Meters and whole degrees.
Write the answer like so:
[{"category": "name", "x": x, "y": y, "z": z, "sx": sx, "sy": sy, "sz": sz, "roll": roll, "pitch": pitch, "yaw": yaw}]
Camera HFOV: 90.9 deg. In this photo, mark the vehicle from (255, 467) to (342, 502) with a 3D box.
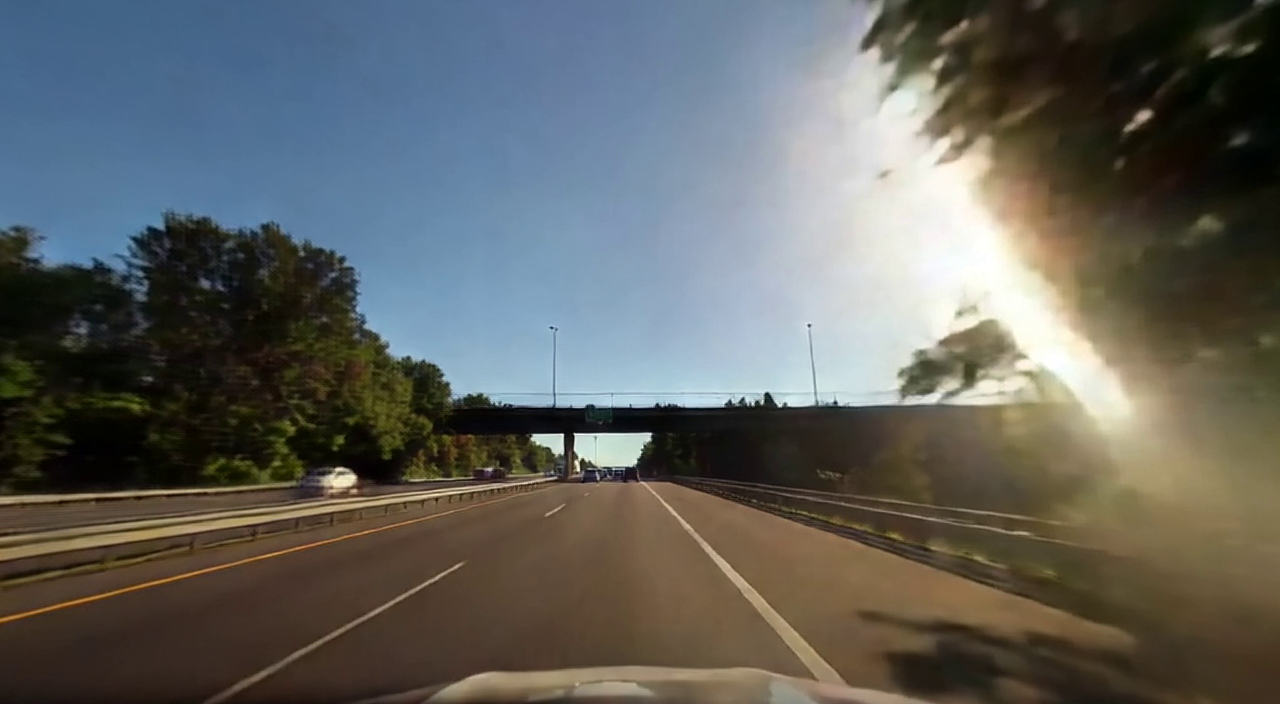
[{"category": "vehicle", "x": -17.081, "y": 6.619, "z": 31.765, "sx": 1.964, "sy": 1.590, "sz": 4.242, "roll": 1, "pitch": -11, "yaw": 0}]
